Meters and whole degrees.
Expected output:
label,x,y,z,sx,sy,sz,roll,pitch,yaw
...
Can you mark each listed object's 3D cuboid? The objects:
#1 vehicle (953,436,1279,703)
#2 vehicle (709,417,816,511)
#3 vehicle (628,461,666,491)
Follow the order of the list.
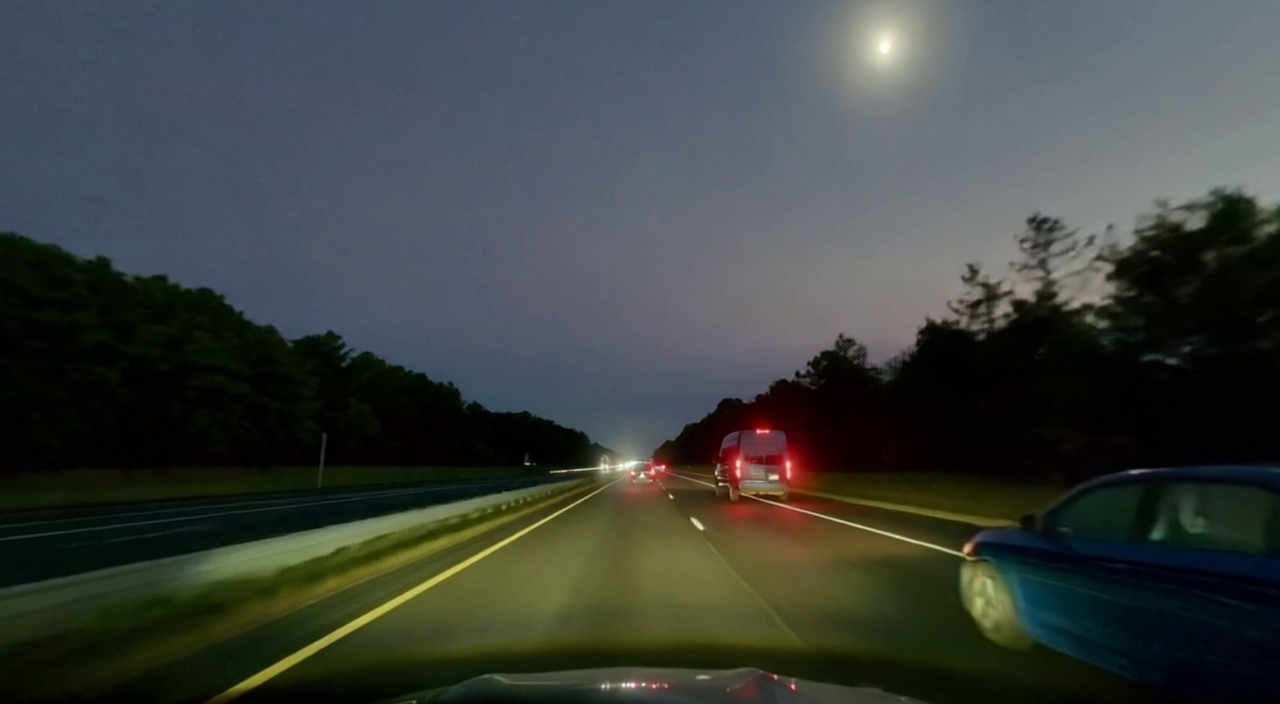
label,x,y,z,sx,sy,sz,roll,pitch,yaw
vehicle,3.980,1.250,3.291,2.073,1.532,4.969,1,-11,-1
vehicle,4.319,4.237,23.850,2.563,2.975,6.941,1,-11,-1
vehicle,0.434,7.756,39.520,2.212,1.717,4.452,1,-10,1
